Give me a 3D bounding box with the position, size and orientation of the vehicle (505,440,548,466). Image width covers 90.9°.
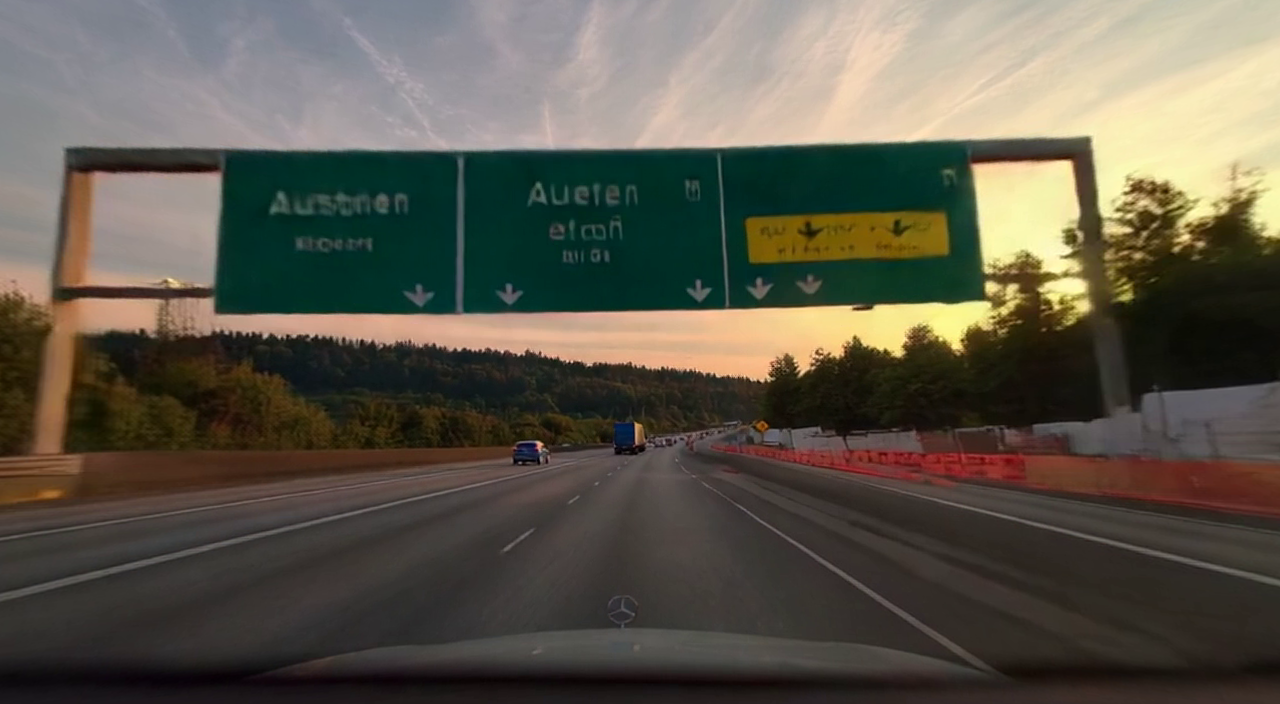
[{"bbox_3d":[-7.183,6.470,40.313,1.893,1.566,4.051,-1,-9,2],"label":"vehicle"}]
